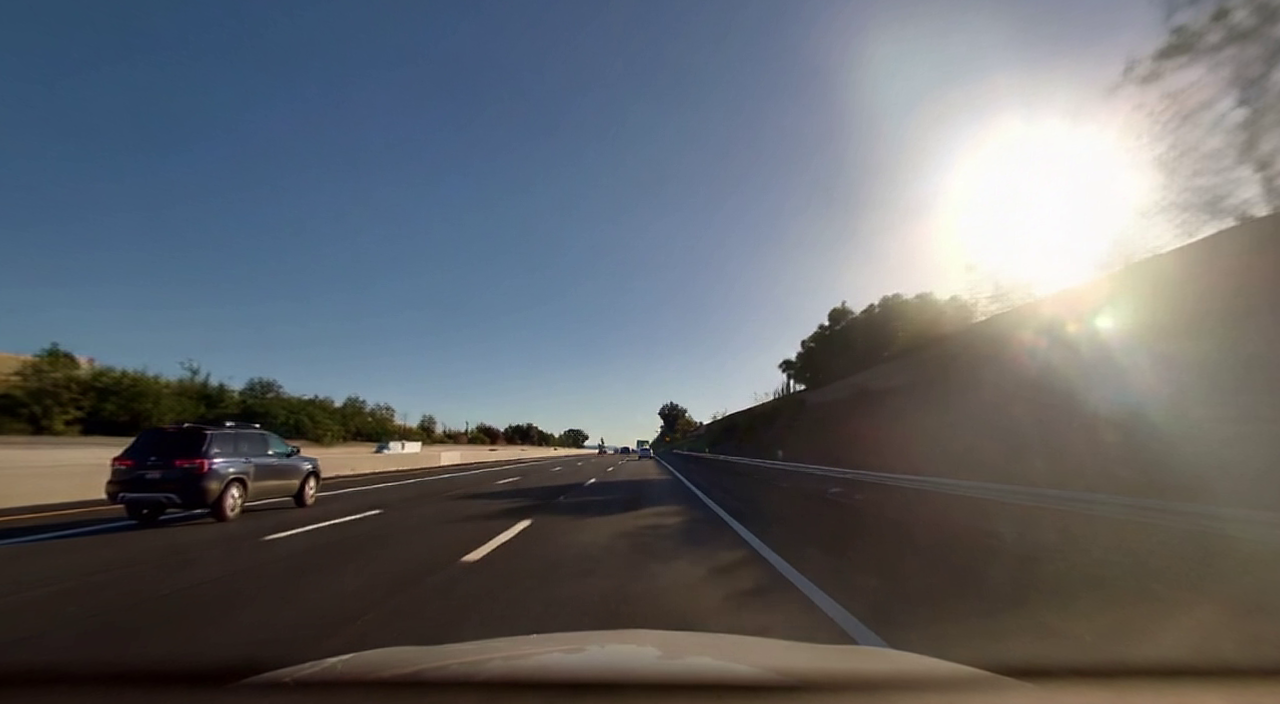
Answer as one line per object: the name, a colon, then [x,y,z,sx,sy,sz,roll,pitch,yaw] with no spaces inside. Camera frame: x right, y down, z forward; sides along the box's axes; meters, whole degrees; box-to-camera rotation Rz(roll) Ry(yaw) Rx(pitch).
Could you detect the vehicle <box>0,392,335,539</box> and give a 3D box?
vehicle: [-7.679,1.892,10.971,2.163,1.947,4.959,0,-9,0]
